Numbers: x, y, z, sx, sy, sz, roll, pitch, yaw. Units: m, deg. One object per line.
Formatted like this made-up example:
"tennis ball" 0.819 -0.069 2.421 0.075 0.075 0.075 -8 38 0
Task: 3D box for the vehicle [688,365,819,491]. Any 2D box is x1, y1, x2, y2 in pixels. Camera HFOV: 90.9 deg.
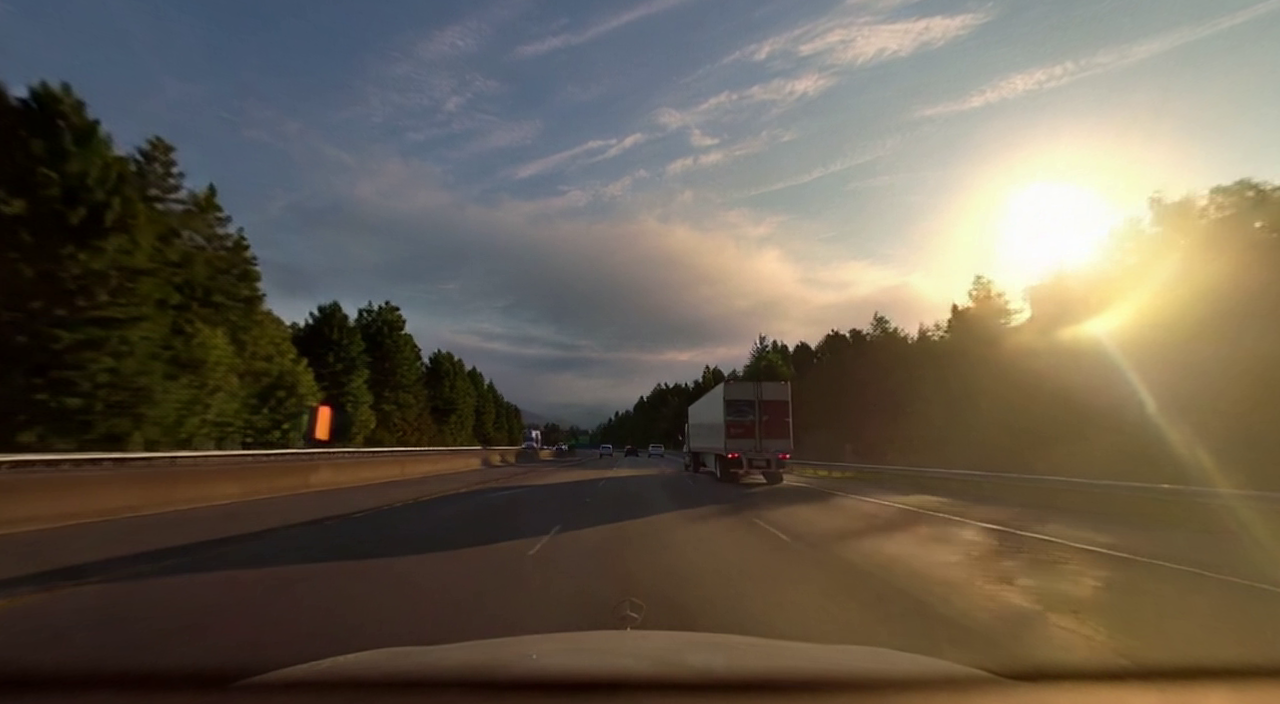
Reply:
"vehicle" 4.139 3.464 26.958 2.950 4.033 13.276 0 -9 -1
